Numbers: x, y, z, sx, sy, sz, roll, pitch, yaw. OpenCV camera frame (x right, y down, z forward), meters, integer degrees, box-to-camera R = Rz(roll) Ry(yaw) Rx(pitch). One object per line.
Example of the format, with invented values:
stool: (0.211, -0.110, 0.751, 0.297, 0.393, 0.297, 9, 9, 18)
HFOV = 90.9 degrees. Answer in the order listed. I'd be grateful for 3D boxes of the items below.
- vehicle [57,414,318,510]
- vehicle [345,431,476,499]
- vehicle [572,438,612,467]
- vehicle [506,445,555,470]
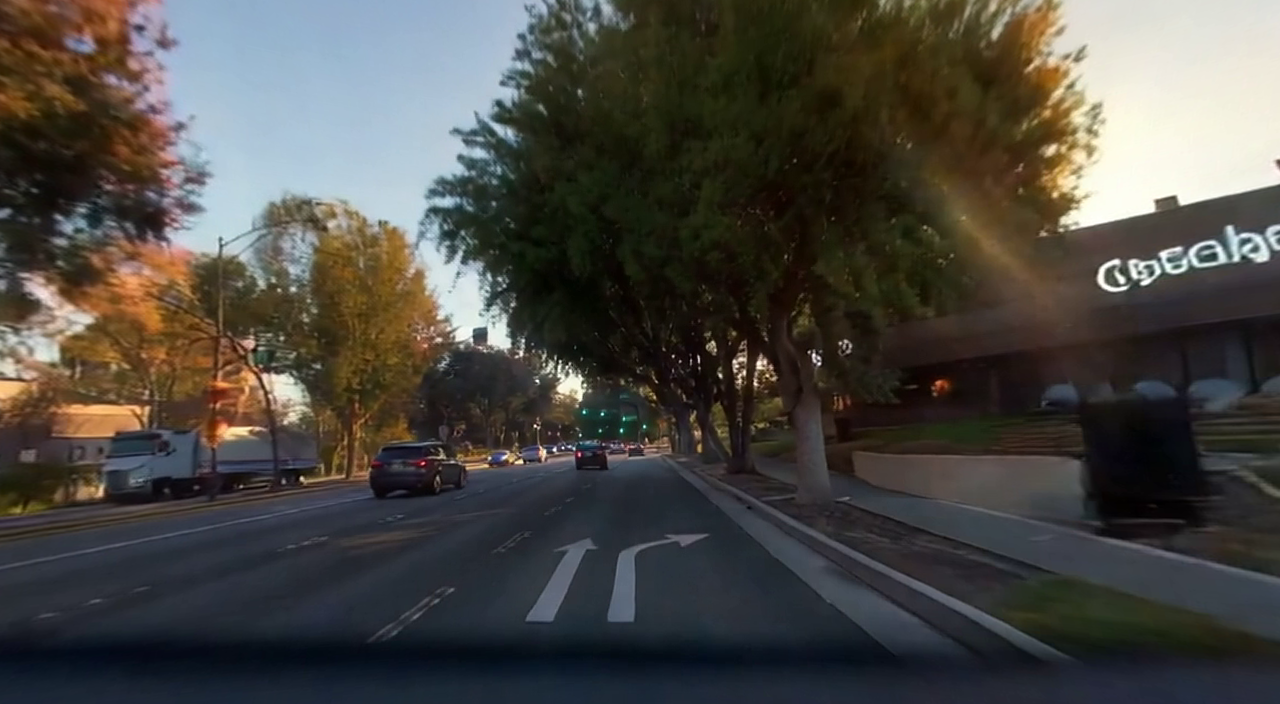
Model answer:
vehicle: (-21.717, 5.425, 32.428, 3.033, 3.777, 14.652, 0, -8, -2)
vehicle: (-6.877, 3.444, 19.606, 2.137, 1.835, 4.844, 0, -9, 1)
vehicle: (-2.866, 6.161, 38.608, 2.100, 1.661, 3.837, 0, -9, 1)
vehicle: (-6.622, 6.388, 38.492, 2.072, 1.427, 4.328, 0, -9, 2)
